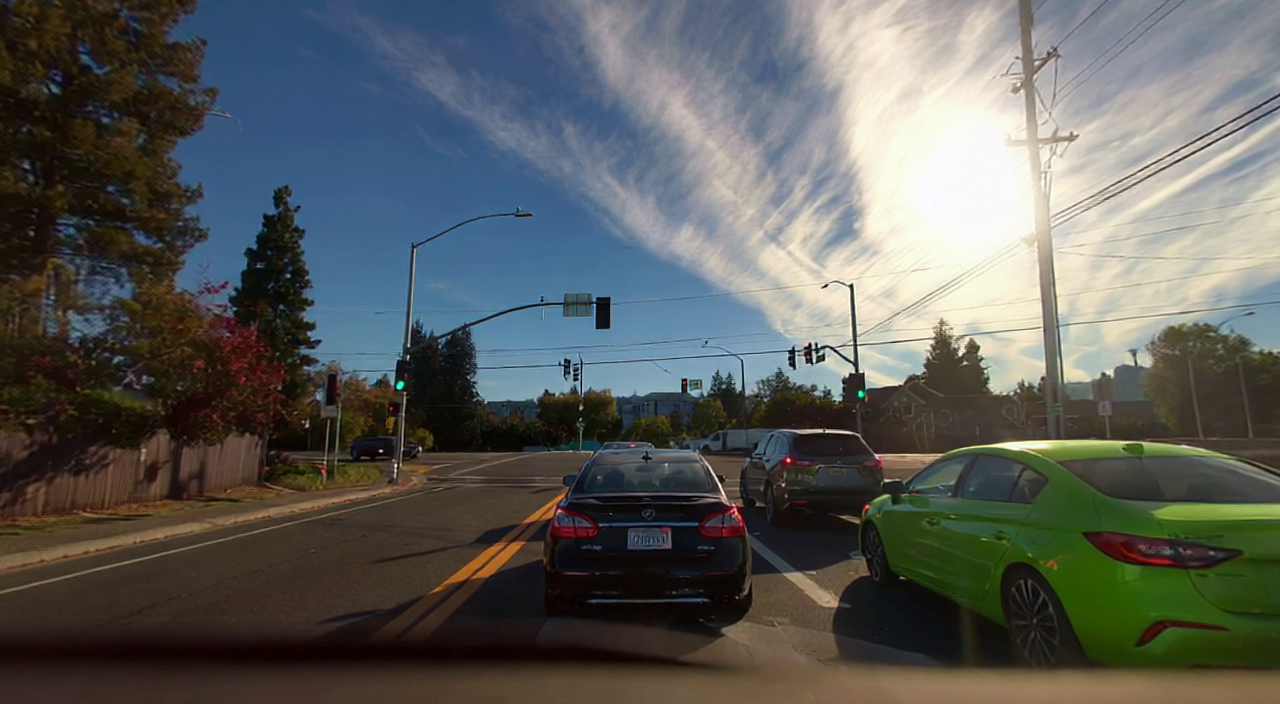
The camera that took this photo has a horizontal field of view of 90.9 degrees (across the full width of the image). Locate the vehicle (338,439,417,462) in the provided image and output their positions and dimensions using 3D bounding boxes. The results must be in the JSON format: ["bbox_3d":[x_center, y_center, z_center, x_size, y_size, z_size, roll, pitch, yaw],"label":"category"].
[{"bbox_3d":[-17.228,6.453,41.460,4.406,1.458,1.892,-1,-8,7],"label":"vehicle"}]

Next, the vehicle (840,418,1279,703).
[{"bbox_3d":[3.098,1.255,4.224,2.027,1.432,4.431,0,-8,0],"label":"vehicle"}]

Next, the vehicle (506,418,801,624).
[{"bbox_3d":[0.076,1.570,6.896,2.170,1.497,4.369,0,-8,-1],"label":"vehicle"}]
